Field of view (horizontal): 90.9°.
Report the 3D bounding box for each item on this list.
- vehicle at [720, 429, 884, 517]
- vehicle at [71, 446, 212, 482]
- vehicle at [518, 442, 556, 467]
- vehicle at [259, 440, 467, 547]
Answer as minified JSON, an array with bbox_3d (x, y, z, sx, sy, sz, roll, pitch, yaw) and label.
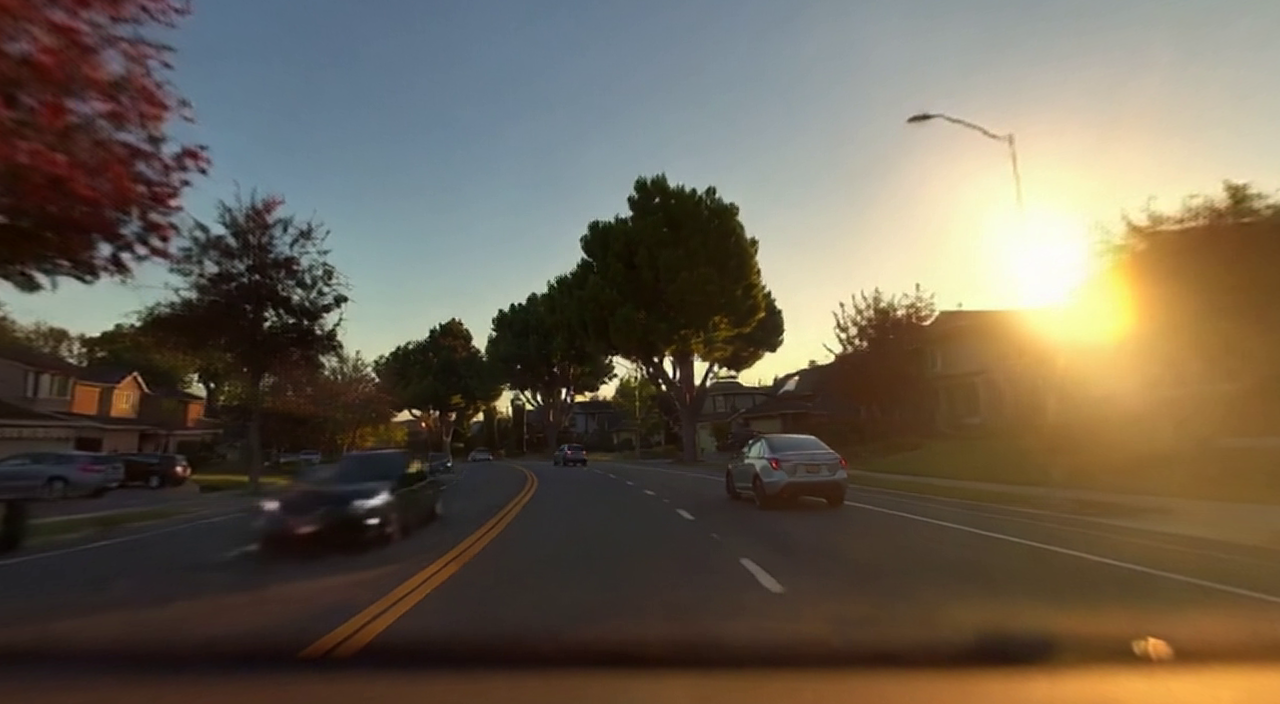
[{"bbox_3d":[3.126,2.423,13.219,1.934,1.506,4.282,1,-8,-6],"label":"vehicle"},{"bbox_3d":[-22.246,5.000,28.254,4.670,1.533,1.904,0,-8,0],"label":"vehicle"},{"bbox_3d":[-7.587,7.472,46.091,2.106,1.667,4.367,2,-9,-18],"label":"vehicle"},{"bbox_3d":[-4.498,2.318,11.098,1.985,1.470,4.305,0,-8,-4],"label":"vehicle"}]
